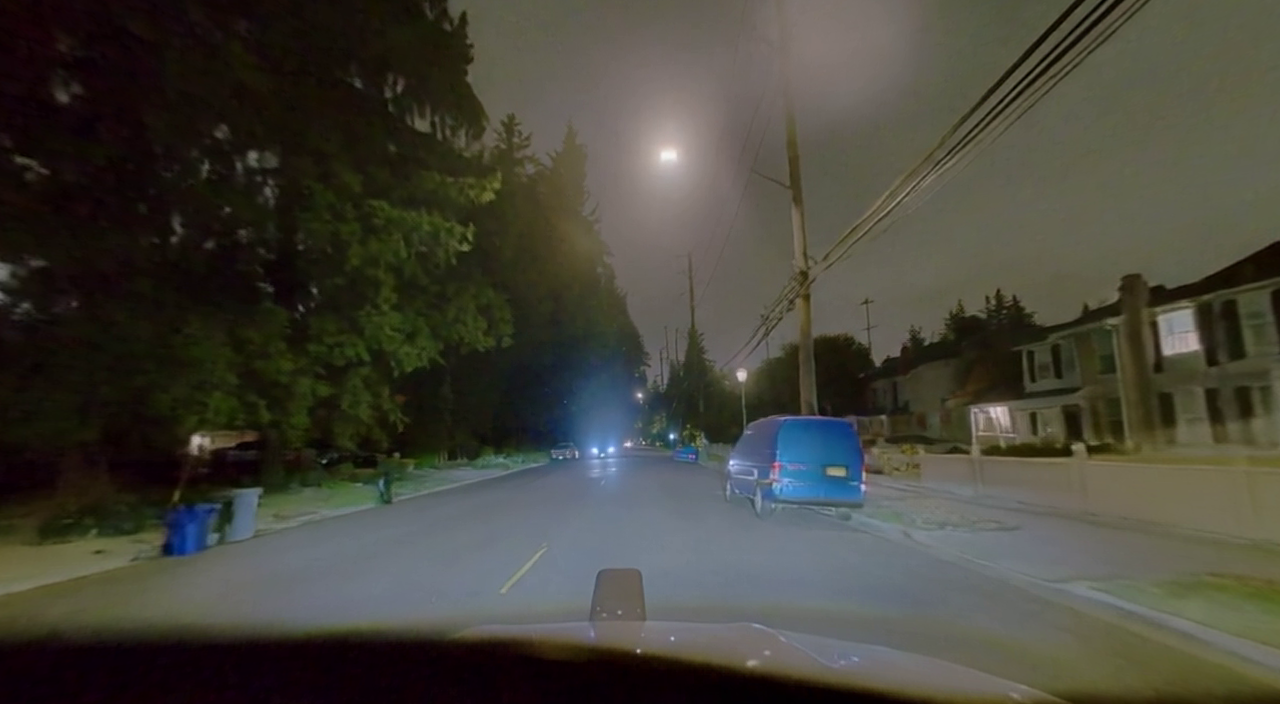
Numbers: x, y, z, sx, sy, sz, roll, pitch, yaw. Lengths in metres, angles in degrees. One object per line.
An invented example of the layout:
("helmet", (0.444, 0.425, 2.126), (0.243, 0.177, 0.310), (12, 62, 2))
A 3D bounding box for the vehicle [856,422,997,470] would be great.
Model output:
("vehicle", (11.155, 3.711, 24.861), (4.602, 1.799, 1.859), (0, -9, 0))

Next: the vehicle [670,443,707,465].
("vehicle", (3.294, 7.049, 43.797), (1.944, 1.439, 4.500), (1, -9, -4))

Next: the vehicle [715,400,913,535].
("vehicle", (2.994, 2.166, 12.376), (2.311, 2.069, 5.156), (0, -9, -1))

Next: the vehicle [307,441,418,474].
("vehicle", (-13.260, 5.060, 30.406), (4.443, 1.475, 1.932), (0, -9, -1))

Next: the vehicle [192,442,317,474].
("vehicle", (-18.382, 5.051, 30.284), (4.615, 1.482, 2.073), (0, -8, 1))
